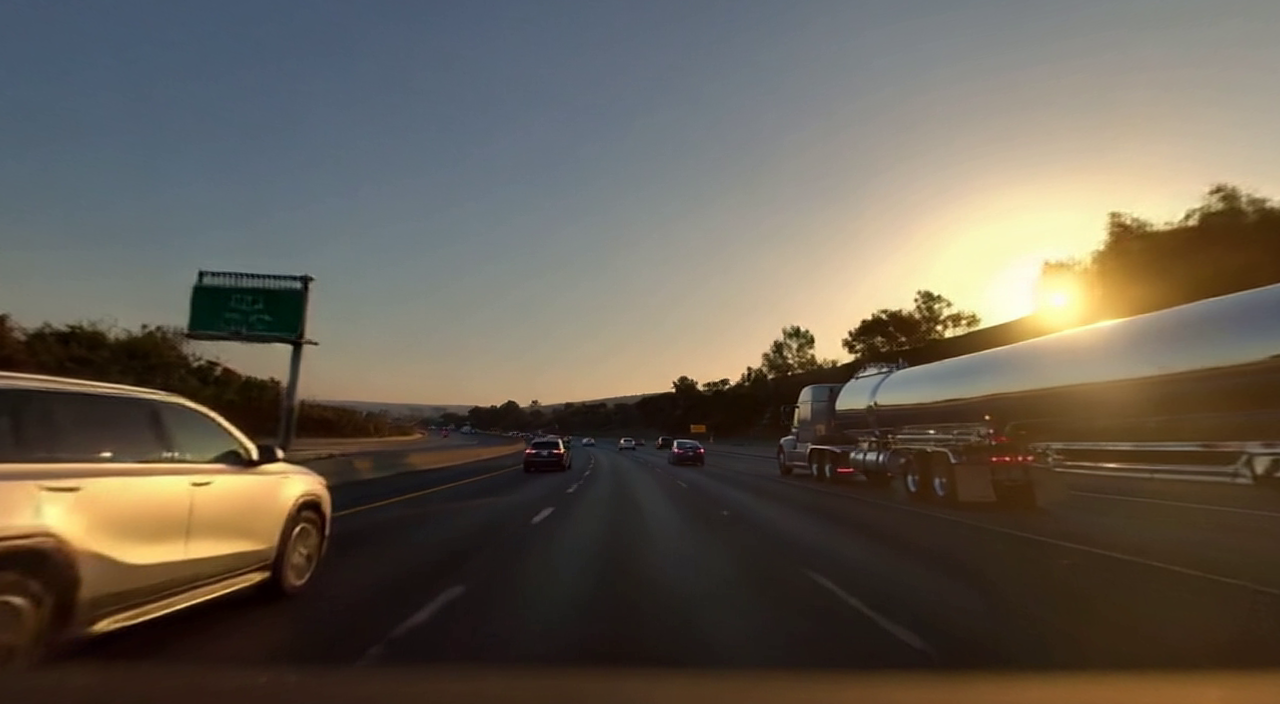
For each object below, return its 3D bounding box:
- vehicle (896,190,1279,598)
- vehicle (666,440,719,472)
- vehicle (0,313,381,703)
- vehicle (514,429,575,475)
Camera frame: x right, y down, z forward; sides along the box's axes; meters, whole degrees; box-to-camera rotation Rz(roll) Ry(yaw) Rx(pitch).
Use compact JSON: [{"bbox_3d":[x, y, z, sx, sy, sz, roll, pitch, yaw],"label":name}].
[{"bbox_3d":[7.456,0.835,8.686,3.554,3.573,10.307,0,-8,0],"label":"vehicle"},{"bbox_3d":[2.636,5.336,32.586,2.053,1.510,4.400,1,-9,-4],"label":"vehicle"},{"bbox_3d":[-4.282,0.939,4.142,2.684,1.839,5.803,0,-9,0],"label":"vehicle"},{"bbox_3d":[-4.180,4.454,28.253,2.149,1.843,4.348,0,-8,-2],"label":"vehicle"}]
